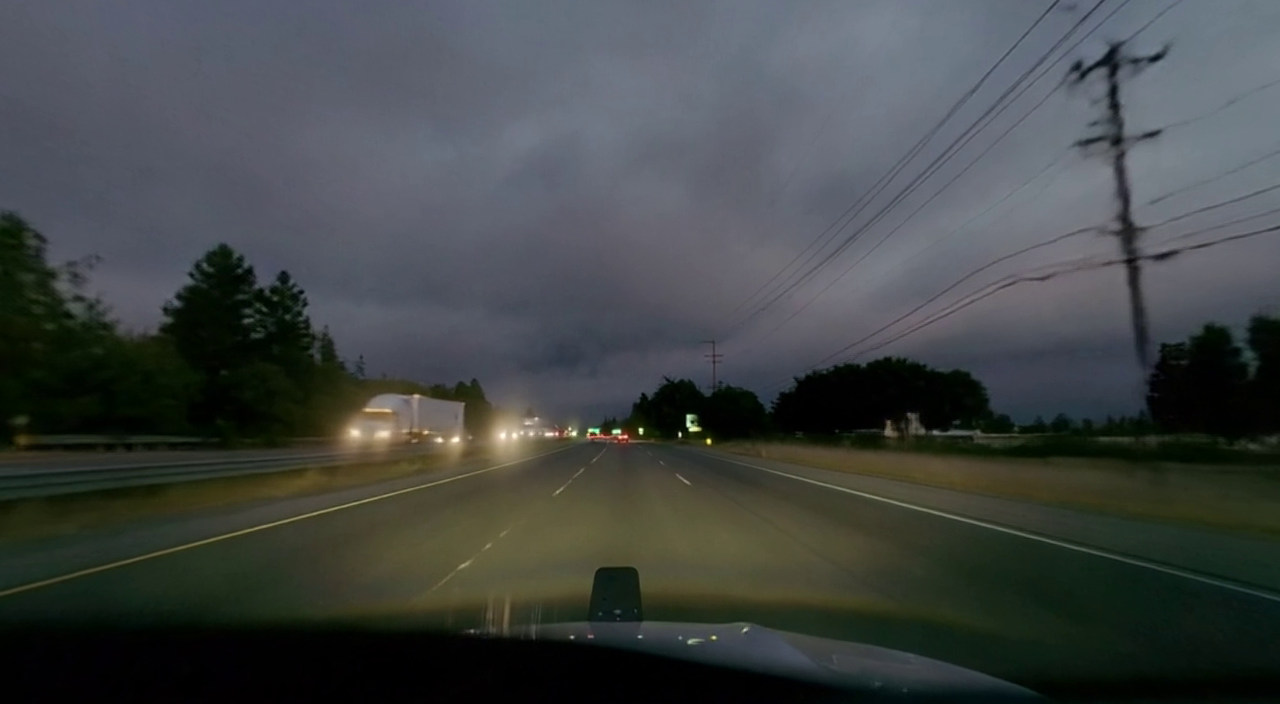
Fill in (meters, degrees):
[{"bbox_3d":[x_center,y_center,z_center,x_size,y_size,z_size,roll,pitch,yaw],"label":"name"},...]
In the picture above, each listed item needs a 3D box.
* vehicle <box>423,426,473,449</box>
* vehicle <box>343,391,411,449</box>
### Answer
[{"bbox_3d":[-12.945,5.794,42.859,2.027,1.453,4.529,0,-8,-1],"label":"vehicle"},{"bbox_3d":[-17.044,4.458,40.990,2.979,3.649,3.176,0,-8,-2],"label":"vehicle"}]
